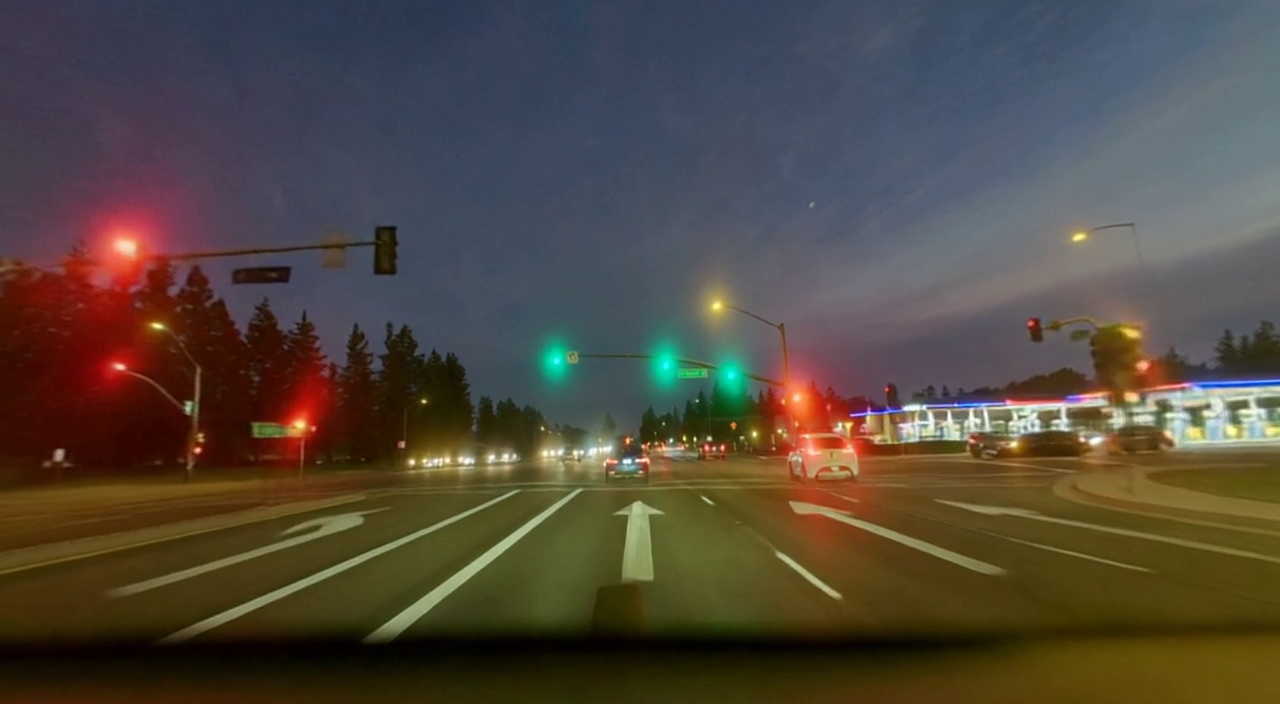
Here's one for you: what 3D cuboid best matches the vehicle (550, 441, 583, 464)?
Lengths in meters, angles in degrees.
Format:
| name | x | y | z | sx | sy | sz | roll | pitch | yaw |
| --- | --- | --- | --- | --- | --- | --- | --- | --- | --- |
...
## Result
| name | x | y | z | sx | sy | sz | roll | pitch | yaw |
| --- | --- | --- | --- | --- | --- | --- | --- | --- | --- |
| vehicle | -5.584 | 7.707 | 48.544 | 1.990 | 1.673 | 4.436 | -1 | -8 | 1 |

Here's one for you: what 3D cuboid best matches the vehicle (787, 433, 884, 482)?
| name | x | y | z | sx | sy | sz | roll | pitch | yaw |
| --- | --- | --- | --- | --- | --- | --- | --- | --- | --- |
| vehicle | 6.558 | 3.580 | 21.743 | 1.890 | 1.489 | 4.396 | 0 | -8 | 0 |

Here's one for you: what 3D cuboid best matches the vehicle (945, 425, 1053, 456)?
| name | x | y | z | sx | sy | sz | roll | pitch | yaw |
| --- | --- | --- | --- | --- | --- | --- | --- | --- | --- |
| vehicle | 20.034 | 4.974 | 35.406 | 4.796 | 1.488 | 1.966 | -2 | -9 | -1 |

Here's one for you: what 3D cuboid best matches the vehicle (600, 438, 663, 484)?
| name | x | y | z | sx | sy | sz | roll | pitch | yaw |
| --- | --- | --- | --- | --- | --- | --- | --- | --- | --- |
| vehicle | -0.290 | 3.823 | 22.428 | 2.040 | 1.451 | 3.736 | 0 | -8 | 0 |

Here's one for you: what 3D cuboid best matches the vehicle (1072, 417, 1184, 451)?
| name | x | y | z | sx | sy | sz | roll | pitch | yaw |
| --- | --- | --- | --- | --- | --- | --- | --- | --- | --- |
| vehicle | 27.390 | 4.626 | 35.533 | 4.724 | 1.793 | 1.777 | 0 | -8 | 1 |
